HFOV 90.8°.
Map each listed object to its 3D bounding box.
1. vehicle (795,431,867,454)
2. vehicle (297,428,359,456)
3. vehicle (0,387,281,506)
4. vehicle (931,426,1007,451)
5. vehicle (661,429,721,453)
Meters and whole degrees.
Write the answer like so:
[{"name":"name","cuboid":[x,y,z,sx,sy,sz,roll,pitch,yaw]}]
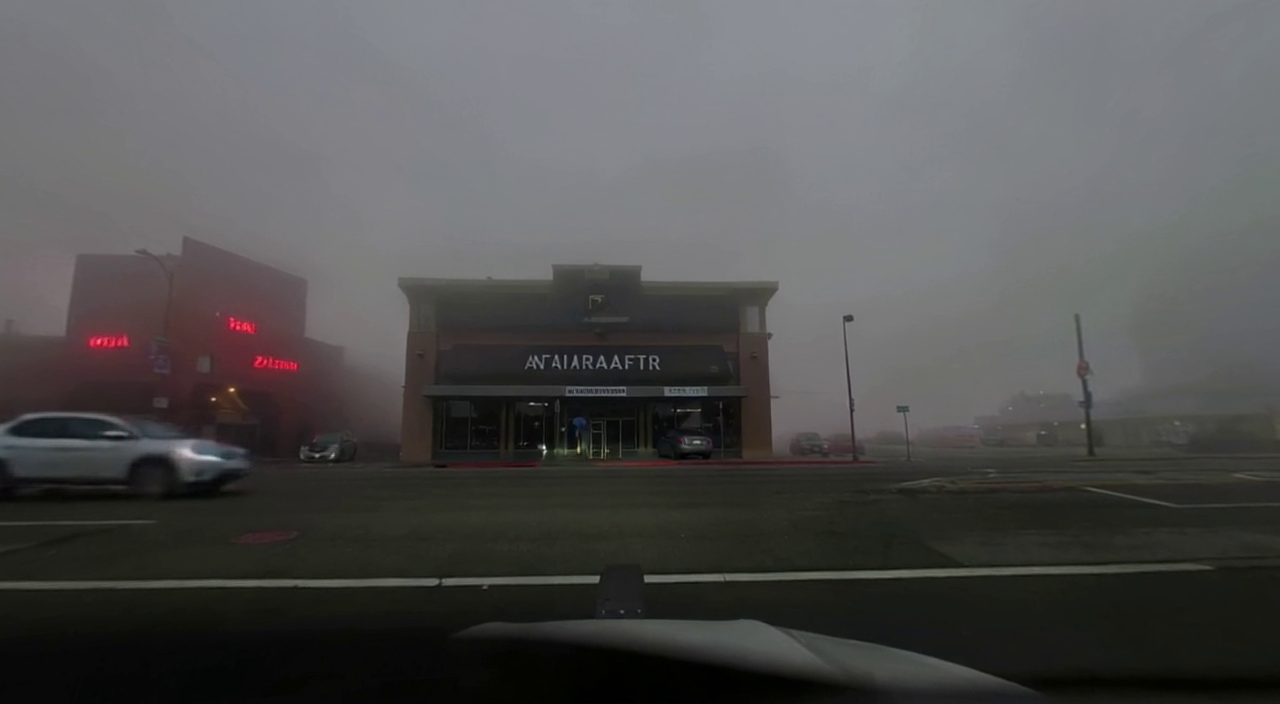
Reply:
[{"name":"vehicle","cuboid":[12.735,6.054,42.349,1.791,1.453,4.593,5,-10,-29]},{"name":"vehicle","cuboid":[-20.274,5.834,40.981,4.596,1.680,1.936,-7,-11,41]},{"name":"vehicle","cuboid":[-9.052,1.533,10.593,4.735,1.779,2.051,1,-6,-6]},{"name":"vehicle","cuboid":[25.400,6.709,48.832,4.838,1.799,1.914,-7,-11,38]},{"name":"vehicle","cuboid":[3.341,6.000,42.437,1.812,1.468,4.519,5,-10,-28]}]
